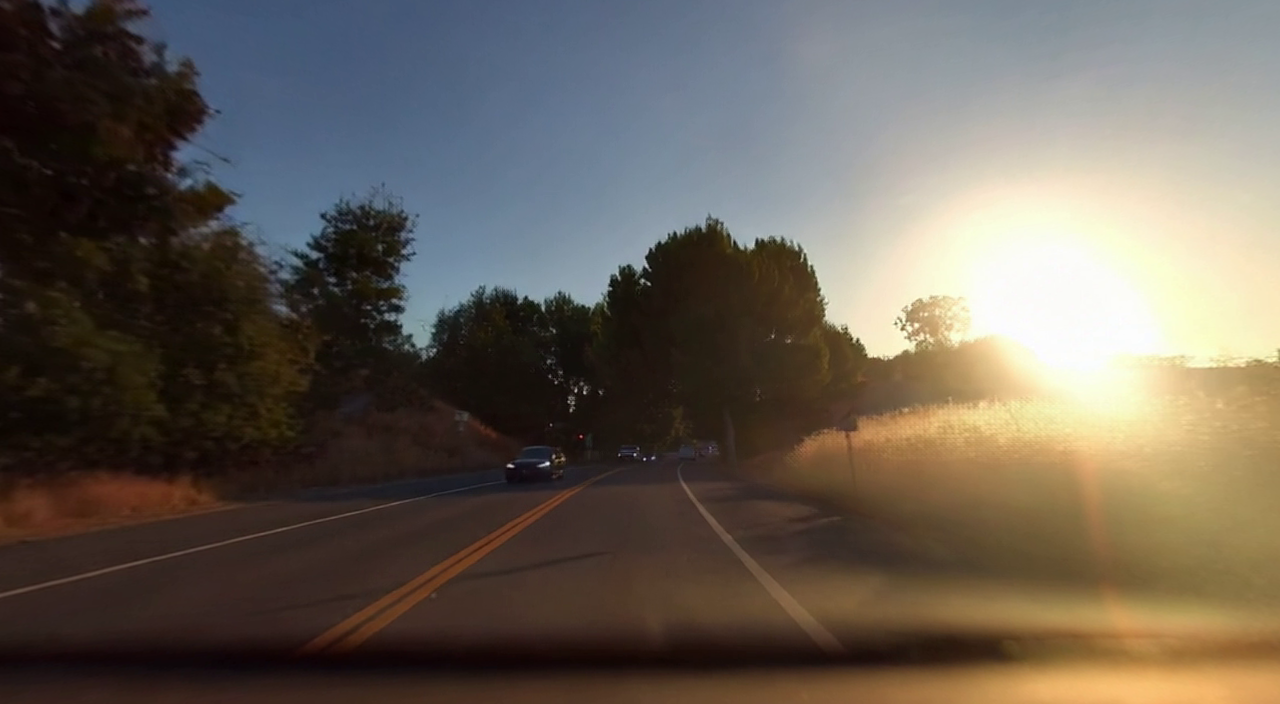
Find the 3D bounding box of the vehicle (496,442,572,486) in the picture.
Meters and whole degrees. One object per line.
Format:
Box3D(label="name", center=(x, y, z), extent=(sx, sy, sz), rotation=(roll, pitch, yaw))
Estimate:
Box3D(label="vehicle", center=(-4.026, 4.334, 24.817), extent=(2.049, 1.566, 4.387), rotation=(-1, -8, 3))
